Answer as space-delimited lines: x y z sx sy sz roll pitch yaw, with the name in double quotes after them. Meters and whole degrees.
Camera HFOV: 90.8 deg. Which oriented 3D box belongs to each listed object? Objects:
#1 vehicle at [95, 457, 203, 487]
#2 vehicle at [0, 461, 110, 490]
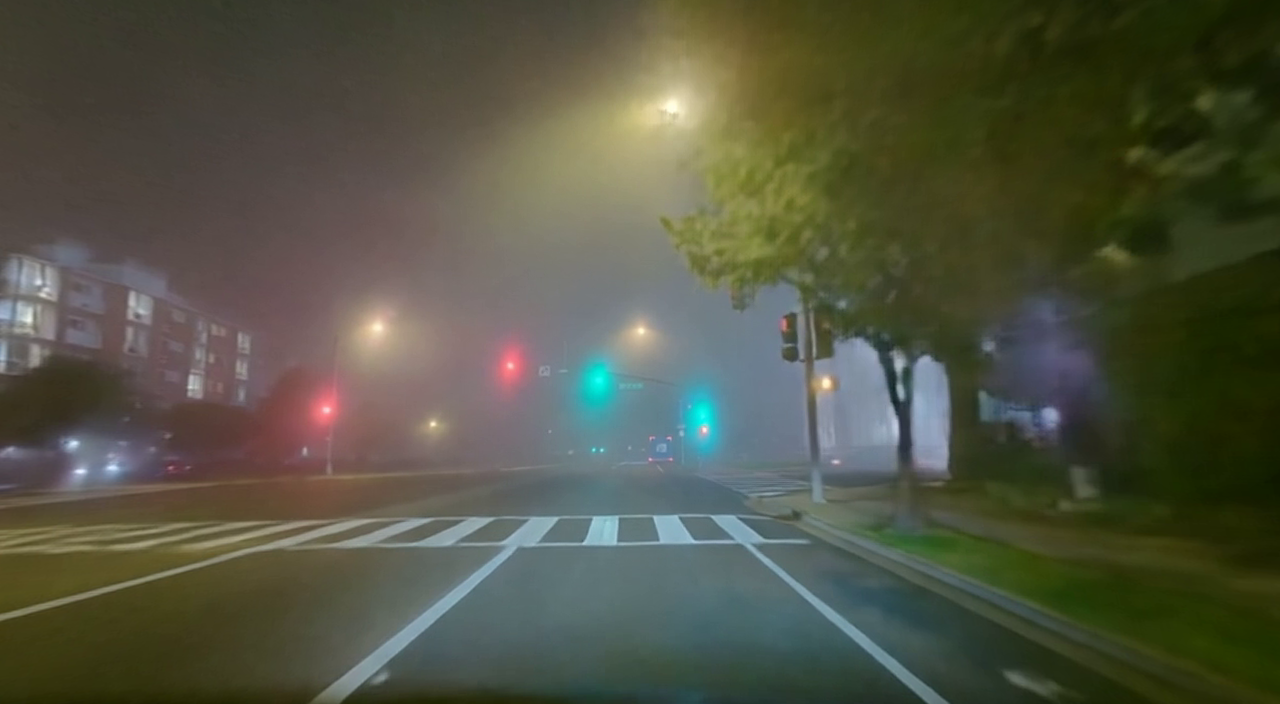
-26.344 6.455 33.996 4.153 1.493 1.808 0 -9 -2 "vehicle"
-31.442 6.587 33.824 4.453 1.441 1.770 0 -9 -1 "vehicle"
